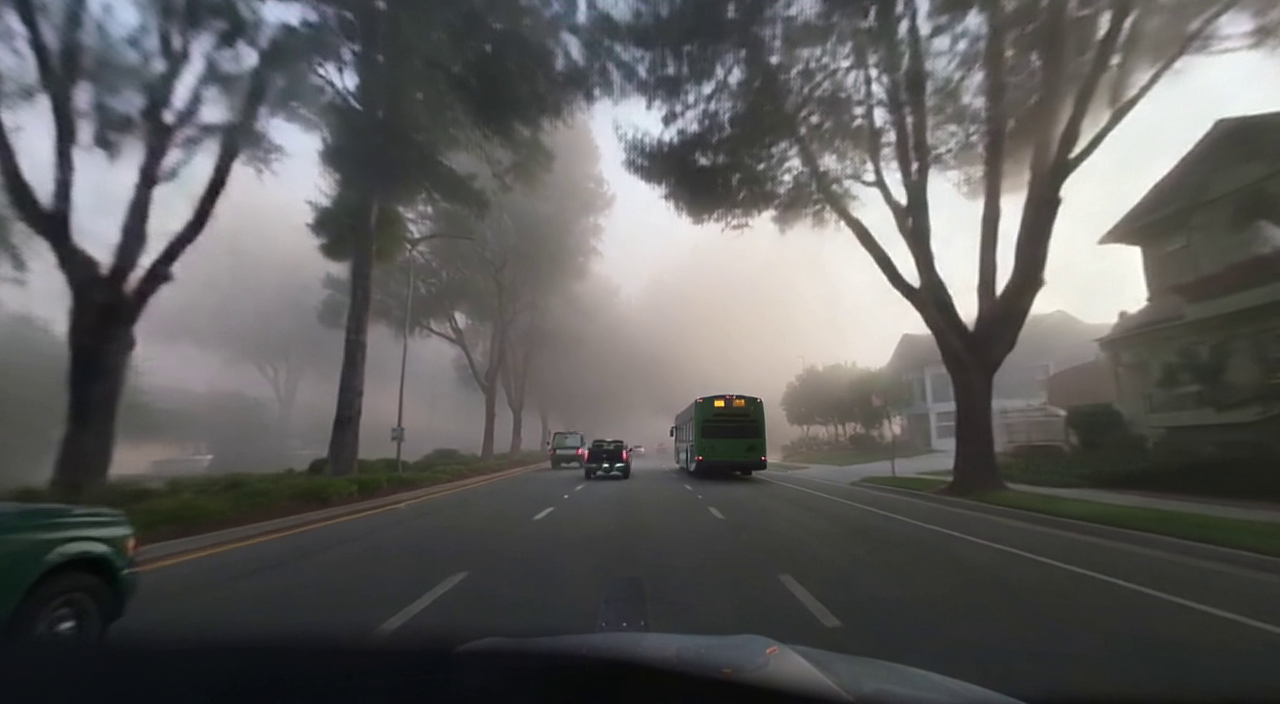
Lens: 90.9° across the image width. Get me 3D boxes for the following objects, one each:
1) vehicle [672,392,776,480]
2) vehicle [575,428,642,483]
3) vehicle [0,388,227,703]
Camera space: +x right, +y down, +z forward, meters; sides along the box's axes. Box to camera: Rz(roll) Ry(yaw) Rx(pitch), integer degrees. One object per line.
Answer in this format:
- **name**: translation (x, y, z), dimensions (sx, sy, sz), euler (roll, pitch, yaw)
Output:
- **vehicle**: translation (3.443, 4.053, 29.855), dimensions (3.059, 3.264, 12.623), euler (0, -8, -1)
- **vehicle**: translation (-1.066, 3.921, 24.082), dimensions (2.074, 1.849, 5.137), euler (0, -8, 2)
- **vehicle**: translation (-3.986, 0.829, 2.081), dimensions (2.109, 1.543, 4.535), euler (0, -8, 1)
